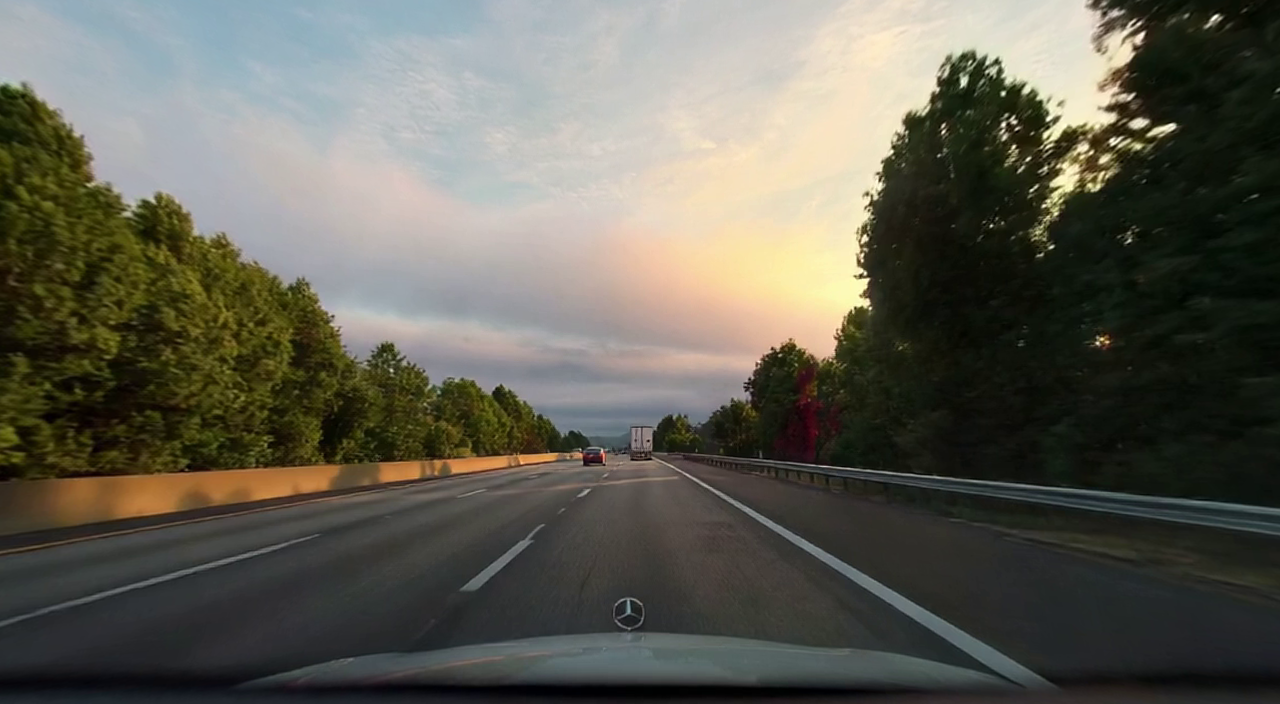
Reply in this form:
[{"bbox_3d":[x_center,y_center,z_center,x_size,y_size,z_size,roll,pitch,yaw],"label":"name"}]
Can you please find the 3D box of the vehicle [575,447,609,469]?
[{"bbox_3d":[-3.397,7.542,44.959,2.085,1.506,4.101,0,-9,0],"label":"vehicle"}]
